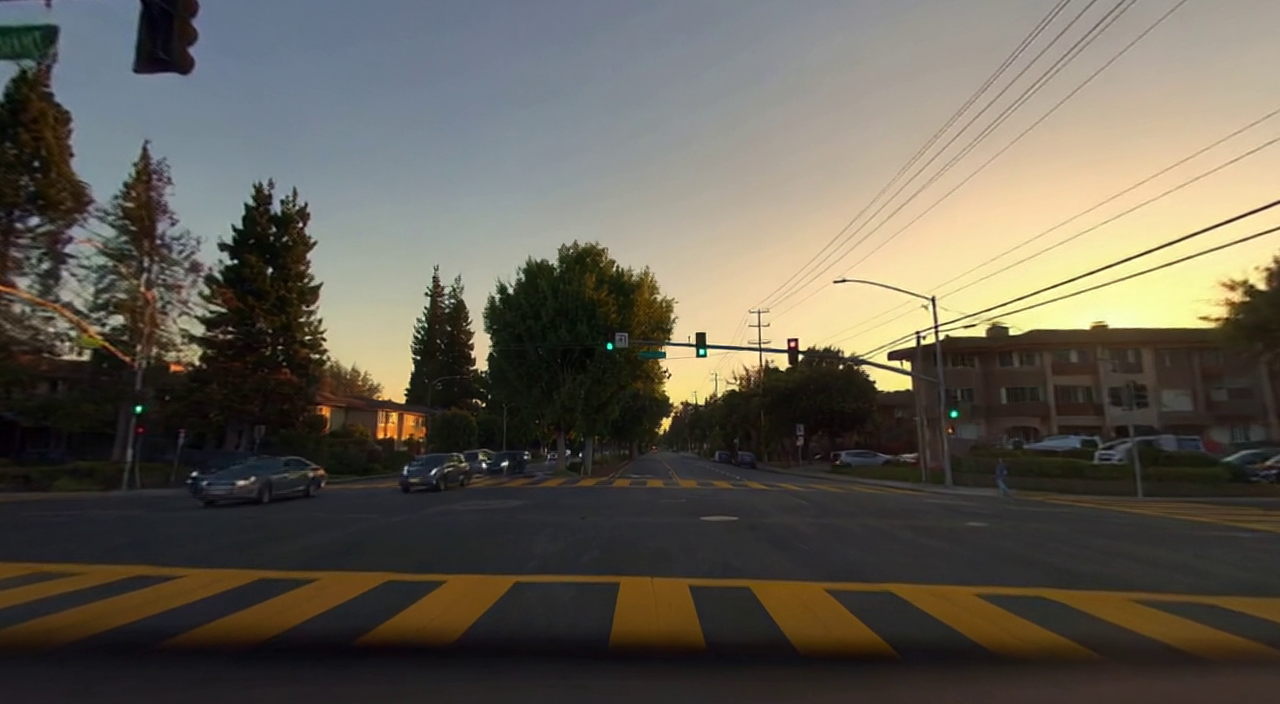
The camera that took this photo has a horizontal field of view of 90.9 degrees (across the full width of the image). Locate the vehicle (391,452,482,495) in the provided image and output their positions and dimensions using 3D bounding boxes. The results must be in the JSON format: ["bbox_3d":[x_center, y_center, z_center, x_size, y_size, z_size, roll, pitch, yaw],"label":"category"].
[{"bbox_3d":[-7.689,4.627,24.331,1.958,1.415,4.312,0,-8,2],"label":"vehicle"}]

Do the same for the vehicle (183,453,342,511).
[{"bbox_3d":[-10.942,3.764,18.707,2.007,1.451,4.242,0,-8,1],"label":"vehicle"}]

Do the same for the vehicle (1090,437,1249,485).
[{"bbox_3d":[25.392,5.211,30.567,2.177,2.086,5.514,2,-9,-14],"label":"vehicle"}]
